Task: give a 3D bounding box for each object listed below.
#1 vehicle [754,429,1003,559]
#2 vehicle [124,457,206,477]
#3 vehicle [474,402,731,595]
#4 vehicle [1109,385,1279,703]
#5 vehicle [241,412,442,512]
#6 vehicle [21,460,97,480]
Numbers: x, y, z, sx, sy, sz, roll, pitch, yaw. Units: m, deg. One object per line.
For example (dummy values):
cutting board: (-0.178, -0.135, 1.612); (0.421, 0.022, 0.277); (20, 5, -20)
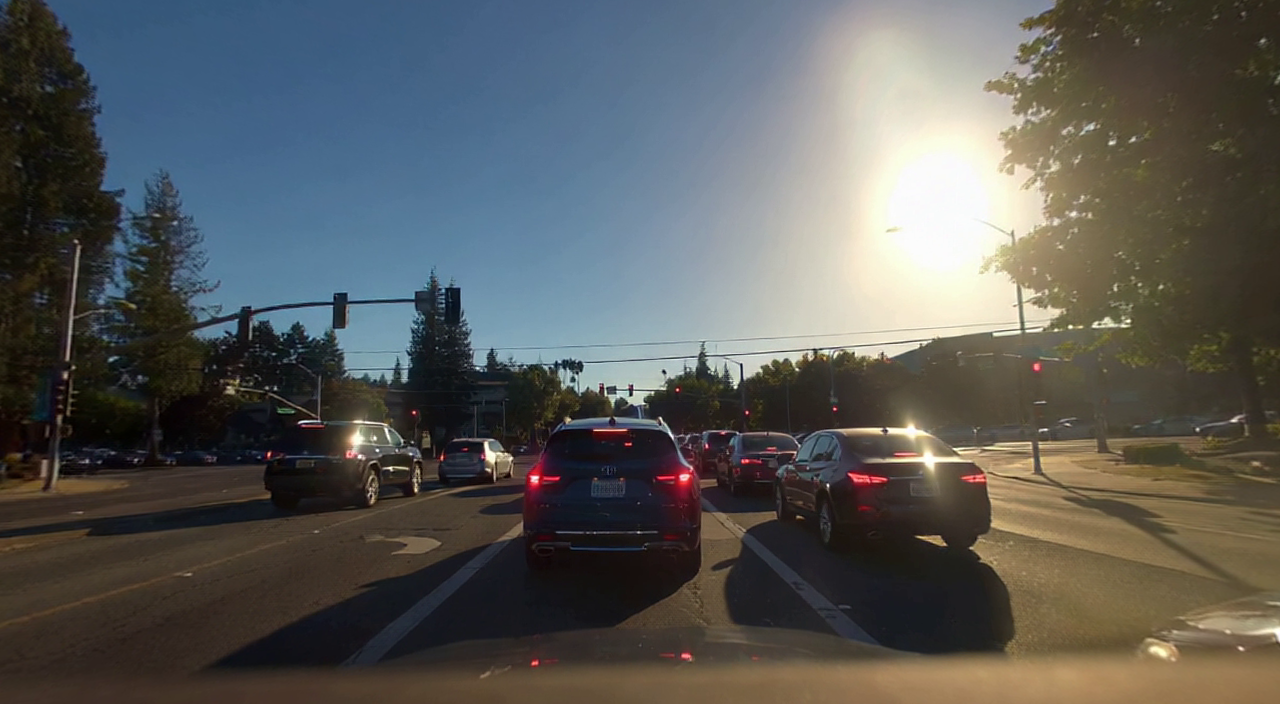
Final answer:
vehicle: (3.153, 1.973, 9.511); (1.971, 1.473, 4.495); (0, -8, 0)
vehicle: (-37.347, 9.055, 49.468); (4.914, 1.487, 1.850); (0, -8, 0)
vehicle: (-0.320, 1.593, 7.639); (2.256, 1.694, 4.055); (0, -8, 0)
vehicle: (3.307, 0.674, 0.850); (1.980, 1.515, 4.362); (0, -8, 1)
vehicle: (-6.721, 2.557, 15.005); (2.214, 1.953, 5.017); (0, -8, 1)
vehicle: (-45.691, 9.271, 49.394); (4.232, 1.498, 1.791); (0, -9, 1)
